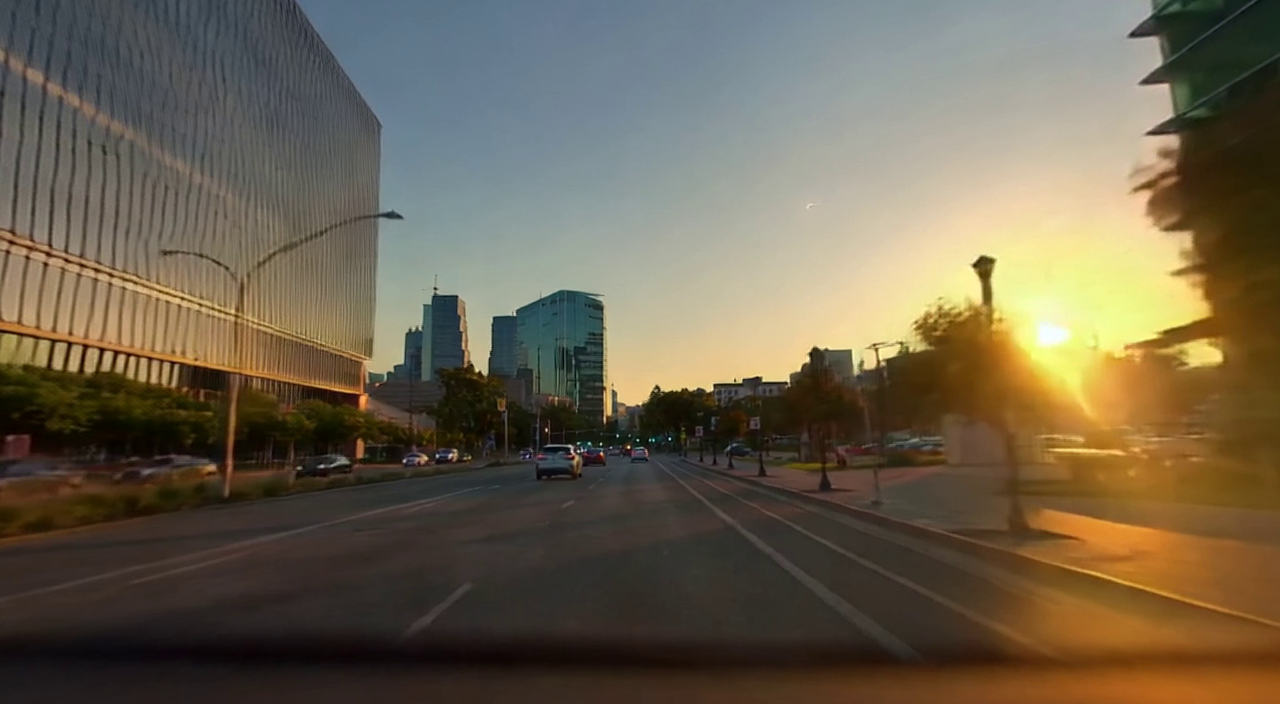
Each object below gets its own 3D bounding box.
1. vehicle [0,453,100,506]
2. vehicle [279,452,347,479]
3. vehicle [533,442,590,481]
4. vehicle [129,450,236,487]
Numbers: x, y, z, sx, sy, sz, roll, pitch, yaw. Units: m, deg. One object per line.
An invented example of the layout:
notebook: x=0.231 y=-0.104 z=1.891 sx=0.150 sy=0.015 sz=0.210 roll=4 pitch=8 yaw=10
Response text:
vehicle: x=-20.079 y=3.993 z=19.998 sx=1.959 sy=1.536 sz=4.455 roll=0 pitch=-8 yaw=0
vehicle: x=-20.317 y=7.054 z=39.498 sx=1.856 sy=1.471 sz=4.445 roll=0 pitch=-8 yaw=0
vehicle: x=-3.362 y=4.742 z=27.631 sx=1.983 sy=1.545 sz=3.773 roll=0 pitch=-8 yaw=0
vehicle: x=-23.698 y=6.023 z=33.021 sx=1.978 sy=1.739 sz=4.895 roll=0 pitch=-8 yaw=-1
